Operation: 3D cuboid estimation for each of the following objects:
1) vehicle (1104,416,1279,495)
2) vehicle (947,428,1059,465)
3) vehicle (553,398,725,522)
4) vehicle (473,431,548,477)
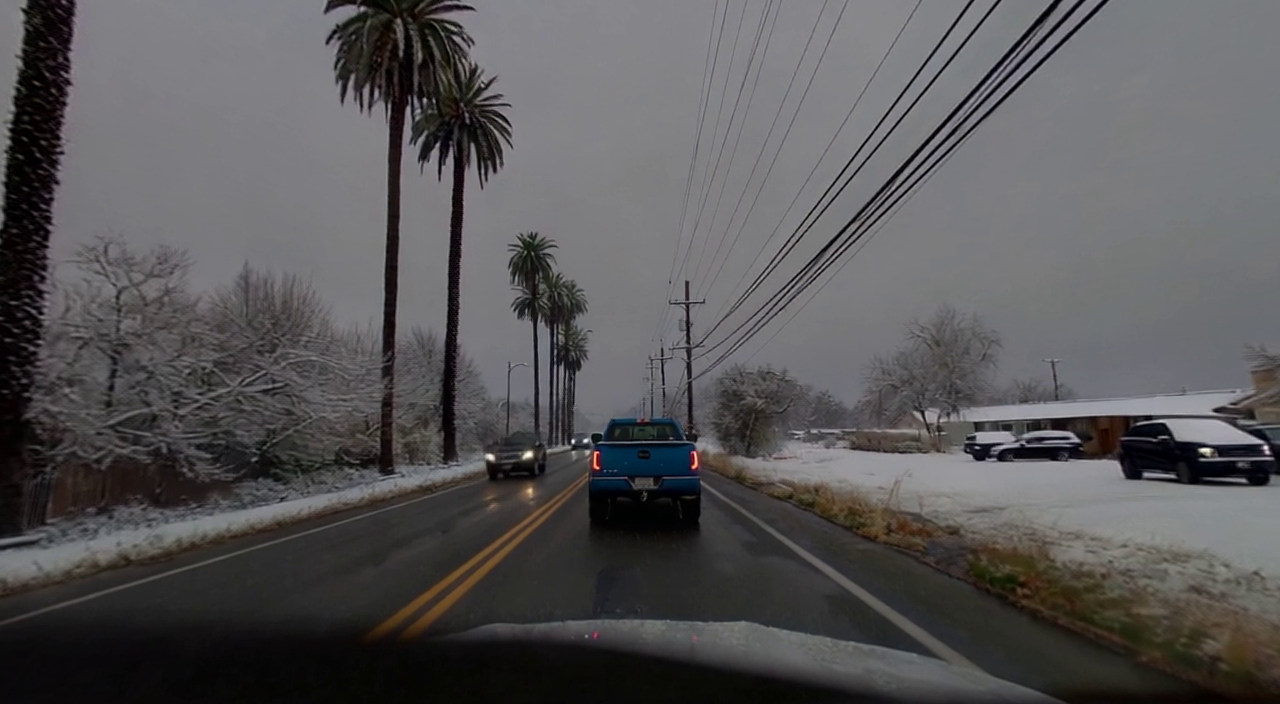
[{"bbox_3d":[16.048,2.976,18.481,2.338,1.917,6.076,-3,-9,21],"label":"vehicle"},{"bbox_3d":[20.359,5.368,35.886,2.277,1.836,6.267,0,-9,-4],"label":"vehicle"},{"bbox_3d":[0.008,2.242,13.570,2.848,2.047,5.885,0,-8,1],"label":"vehicle"},{"bbox_3d":[-5.542,4.461,27.796,2.271,1.798,5.412,0,-8,-1],"label":"vehicle"}]
